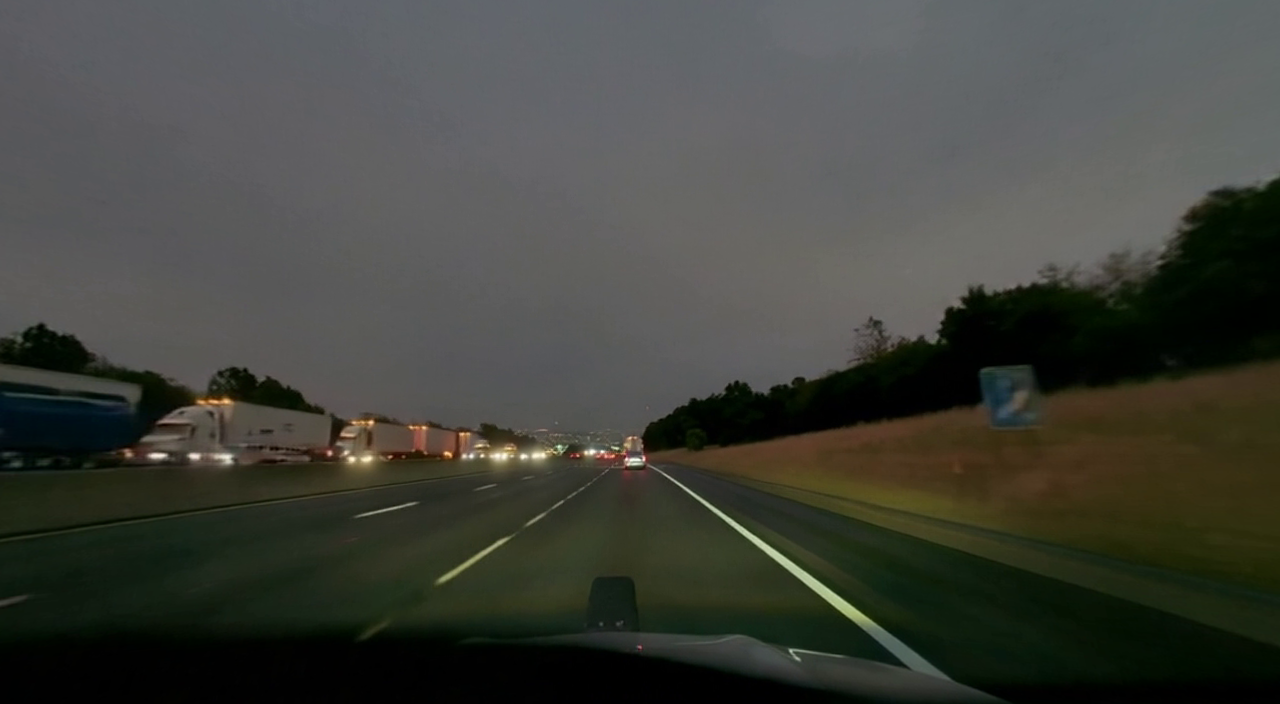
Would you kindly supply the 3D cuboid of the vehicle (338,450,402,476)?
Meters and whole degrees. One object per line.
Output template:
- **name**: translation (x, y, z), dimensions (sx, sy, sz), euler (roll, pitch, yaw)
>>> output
- **vehicle**: translation (-15.884, 6.520, 37.312), dimensions (1.884, 1.436, 4.220), euler (0, -9, 0)

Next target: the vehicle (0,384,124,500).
- **vehicle**: translation (-14.854, 1.964, 13.702), dimensions (2.382, 2.437, 5.706), euler (0, -9, -1)

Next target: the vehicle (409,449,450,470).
- **vehicle**: translation (-15.571, 7.972, 46.876), dimensions (1.699, 1.513, 3.748), euler (0, -9, 1)

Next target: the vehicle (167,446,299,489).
- **vehicle**: translation (-15.166, 4.314, 23.878), dimensions (1.863, 1.438, 4.669), euler (0, -9, 0)
